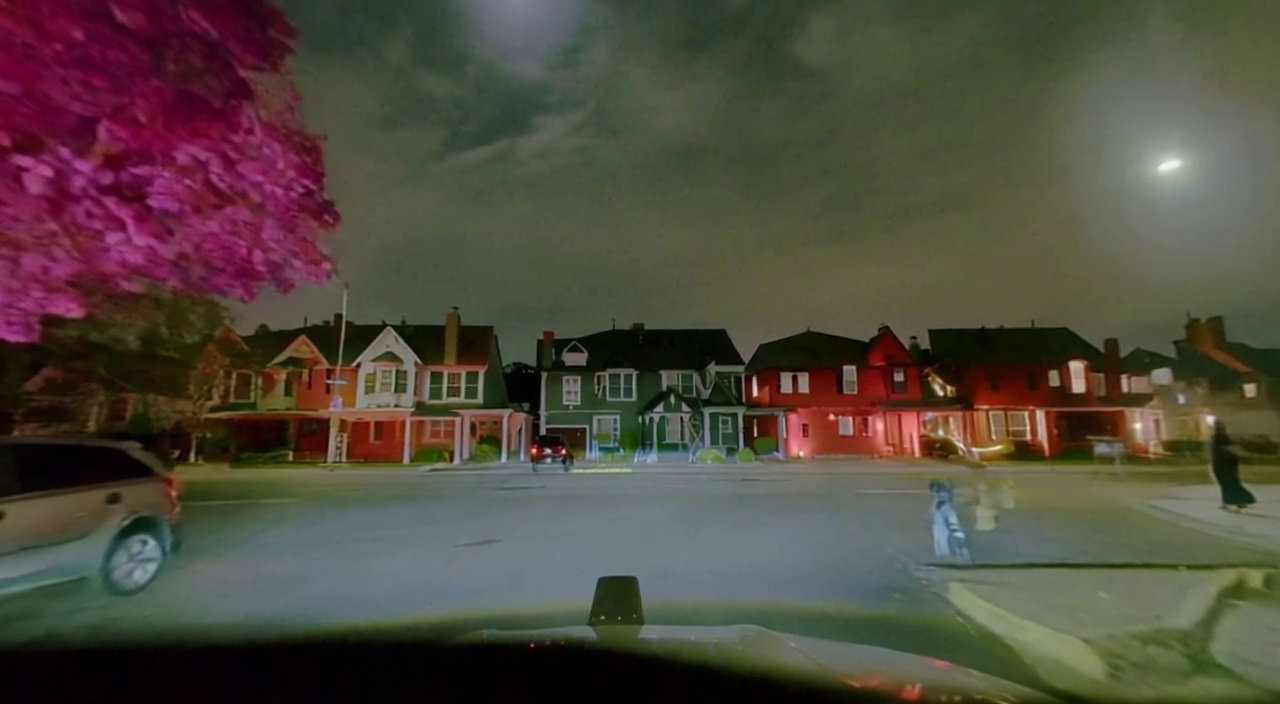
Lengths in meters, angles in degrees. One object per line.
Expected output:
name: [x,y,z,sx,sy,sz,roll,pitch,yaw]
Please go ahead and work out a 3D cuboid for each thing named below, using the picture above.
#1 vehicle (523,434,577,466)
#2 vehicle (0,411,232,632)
vehicle: [-4.498,5.004,32.208,1.968,1.491,4.486,0,-9,2]
vehicle: [-6.059,1.399,5.403,2.087,1.697,4.892,1,-9,-4]
